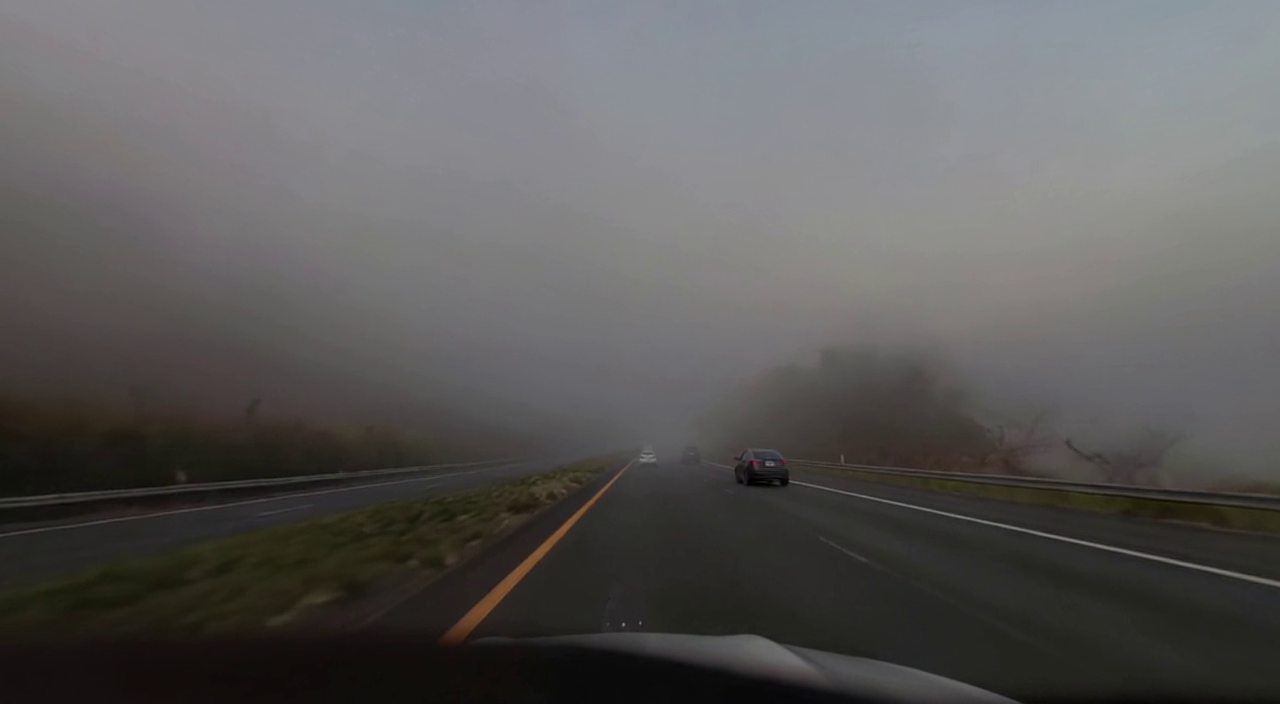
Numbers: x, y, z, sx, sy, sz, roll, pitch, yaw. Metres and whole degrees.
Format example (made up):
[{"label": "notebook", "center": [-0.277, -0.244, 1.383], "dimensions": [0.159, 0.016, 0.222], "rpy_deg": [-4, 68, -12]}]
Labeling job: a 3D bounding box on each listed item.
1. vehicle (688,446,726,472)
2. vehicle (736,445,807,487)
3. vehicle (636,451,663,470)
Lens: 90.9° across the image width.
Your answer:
[{"label": "vehicle", "center": [4.566, 7.372, 43.440], "dimensions": [2.122, 1.662, 4.392], "rpy_deg": [0, -9, 0]}, {"label": "vehicle", "center": [5.141, 4.500, 25.079], "dimensions": [1.964, 1.513, 3.707], "rpy_deg": [0, -9, -1]}, {"label": "vehicle", "center": [0.730, 8.452, 49.204], "dimensions": [1.991, 1.459, 3.769], "rpy_deg": [0, -9, 0]}]
